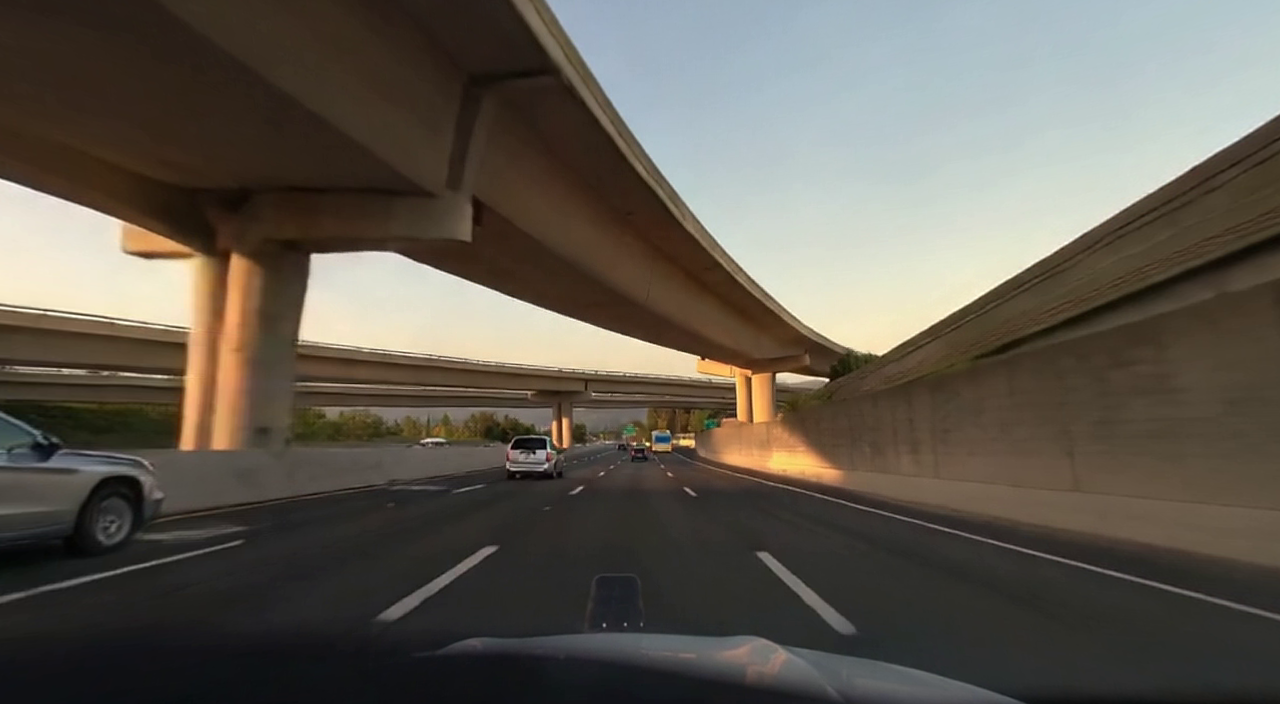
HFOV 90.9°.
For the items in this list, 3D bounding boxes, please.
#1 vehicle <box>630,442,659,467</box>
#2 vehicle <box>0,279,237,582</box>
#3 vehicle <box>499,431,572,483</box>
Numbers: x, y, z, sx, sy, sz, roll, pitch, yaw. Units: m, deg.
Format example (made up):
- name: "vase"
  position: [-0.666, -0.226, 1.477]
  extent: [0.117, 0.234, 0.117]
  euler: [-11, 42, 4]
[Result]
- name: "vehicle"
  position: [0.267, 7.500, 46.070]
  extent: [2.052, 1.711, 4.223]
  euler: [0, -9, -1]
- name: "vehicle"
  position: [-7.620, 0.658, 5.464]
  extent: [2.872, 2.890, 7.923]
  euler: [0, -9, 1]
- name: "vehicle"
  position: [-4.167, 4.318, 26.022]
  extent: [2.147, 1.918, 4.834]
  euler: [0, -9, 0]
